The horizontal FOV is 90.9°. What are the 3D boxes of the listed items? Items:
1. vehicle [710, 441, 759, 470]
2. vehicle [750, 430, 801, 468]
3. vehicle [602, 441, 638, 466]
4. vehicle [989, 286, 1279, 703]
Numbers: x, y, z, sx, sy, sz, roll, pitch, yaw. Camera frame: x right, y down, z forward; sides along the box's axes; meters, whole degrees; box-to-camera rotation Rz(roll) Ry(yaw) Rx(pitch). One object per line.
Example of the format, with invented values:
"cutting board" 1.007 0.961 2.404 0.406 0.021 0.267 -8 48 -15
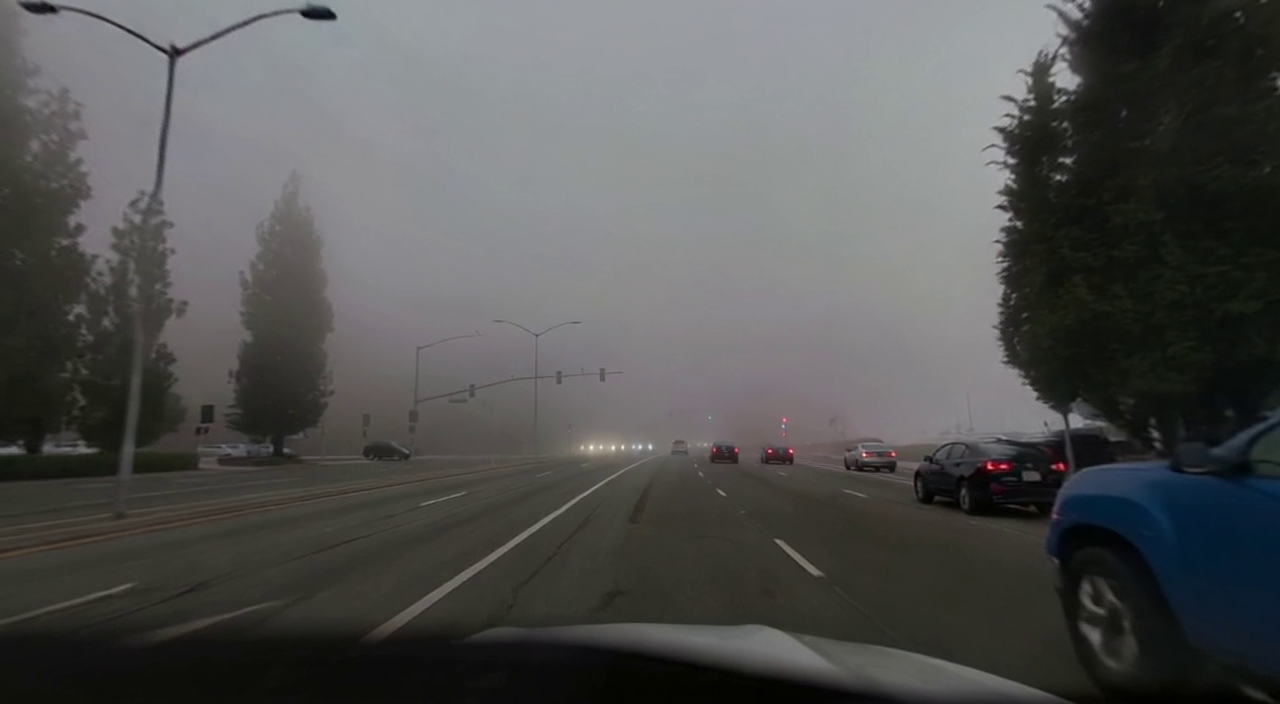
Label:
"vehicle" 5.393 5.986 36.653 2.292 1.563 4.734 0 -8 2
"vehicle" 8.419 6.102 39.791 2.186 2.202 5.426 0 -8 2
"vehicle" -1.303 6.811 42.451 1.958 1.542 4.175 -1 -9 5
"vehicle" 3.234 0.498 0.789 2.333 1.777 5.713 0 -8 0
